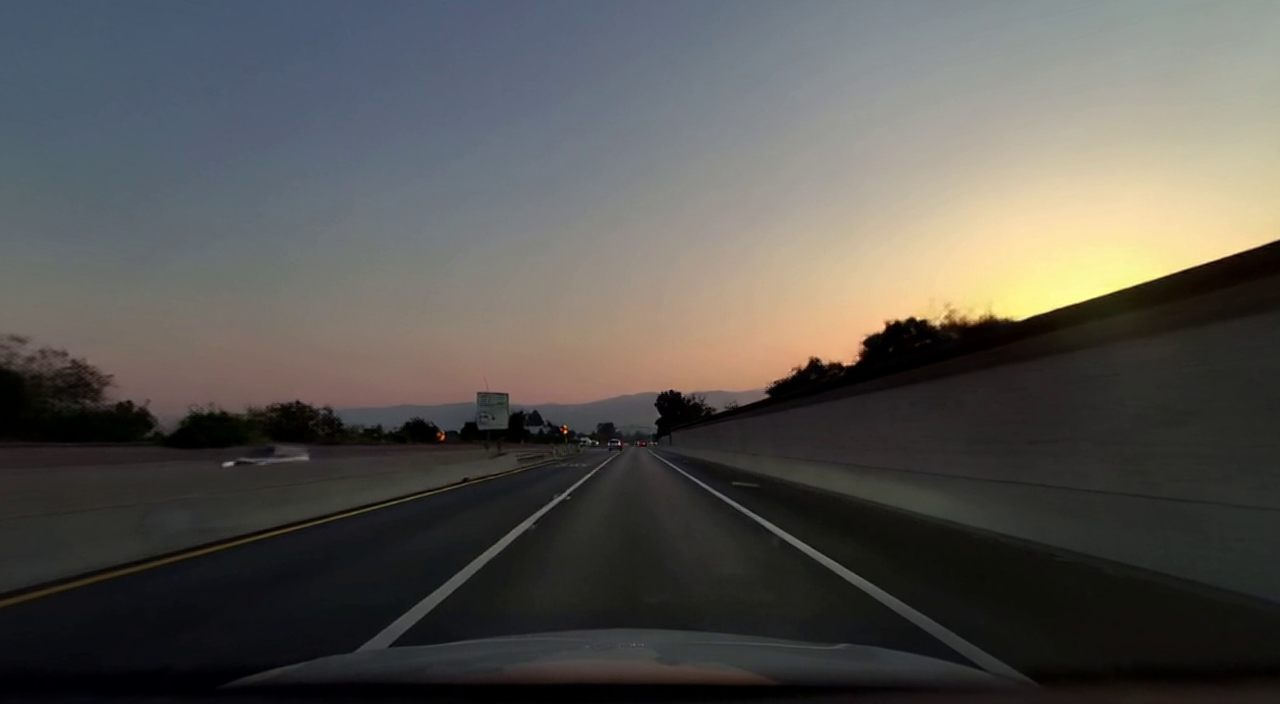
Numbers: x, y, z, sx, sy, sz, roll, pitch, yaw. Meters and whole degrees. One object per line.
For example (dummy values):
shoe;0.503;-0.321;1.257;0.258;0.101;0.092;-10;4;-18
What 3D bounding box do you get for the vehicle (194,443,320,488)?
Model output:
vehicle;-16.122;4.744;26.907;2.164;1.690;5.078;-1;-8;0
